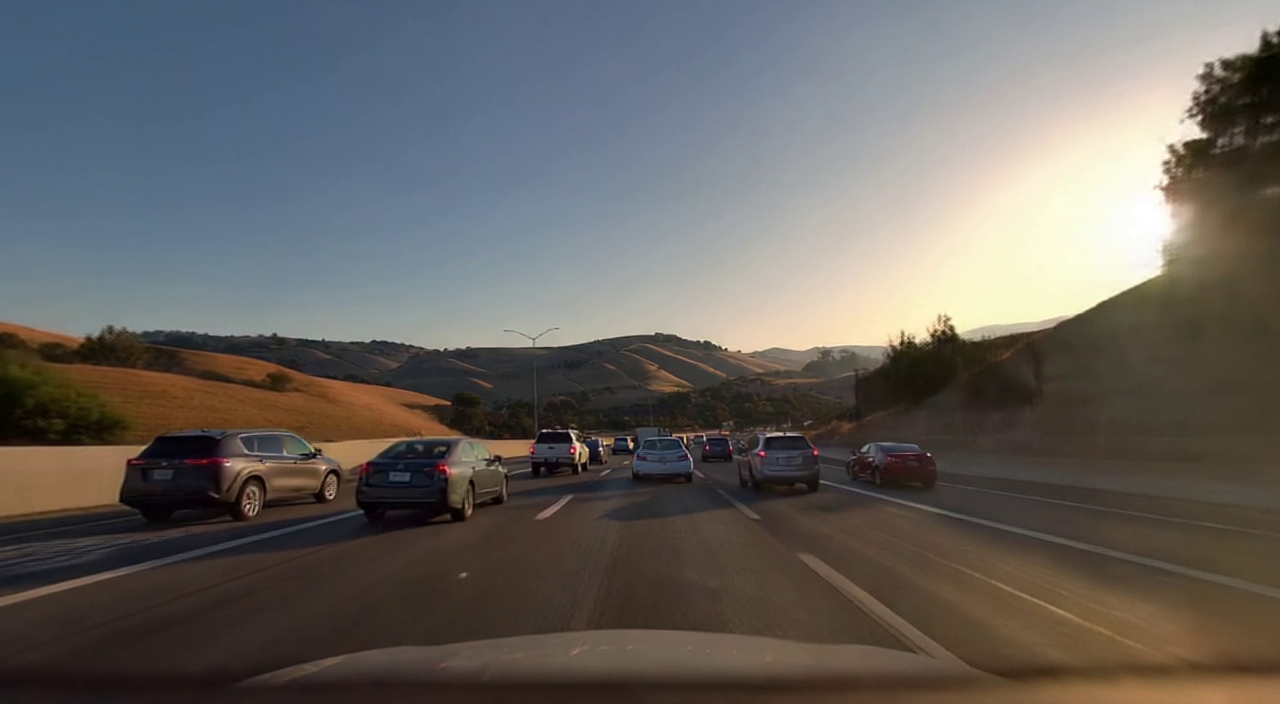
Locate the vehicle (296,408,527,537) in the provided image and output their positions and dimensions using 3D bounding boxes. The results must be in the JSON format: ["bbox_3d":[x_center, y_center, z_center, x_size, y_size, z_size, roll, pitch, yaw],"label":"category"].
[{"bbox_3d":[-3.470,1.933,10.722,2.179,1.723,4.410,0,-8,1],"label":"vehicle"}]

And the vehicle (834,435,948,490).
[{"bbox_3d":[7.475,3.317,19.277,1.846,1.469,4.166,0,-8,1],"label":"vehicle"}]

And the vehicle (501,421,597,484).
[{"bbox_3d":[-2.986,3.479,22.120,2.301,1.902,5.374,-1,-8,3],"label":"vehicle"}]

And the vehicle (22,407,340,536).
[{"bbox_3d":[-7.670,2.034,11.391,2.017,1.810,4.782,0,-8,2],"label":"vehicle"}]

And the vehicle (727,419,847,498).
[{"bbox_3d":[3.642,2.730,16.569,2.046,1.765,4.534,0,-8,0],"label":"vehicle"}]

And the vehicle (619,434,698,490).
[{"bbox_3d":[0.539,3.239,18.992,2.105,1.471,4.349,0,-8,2],"label":"vehicle"}]
